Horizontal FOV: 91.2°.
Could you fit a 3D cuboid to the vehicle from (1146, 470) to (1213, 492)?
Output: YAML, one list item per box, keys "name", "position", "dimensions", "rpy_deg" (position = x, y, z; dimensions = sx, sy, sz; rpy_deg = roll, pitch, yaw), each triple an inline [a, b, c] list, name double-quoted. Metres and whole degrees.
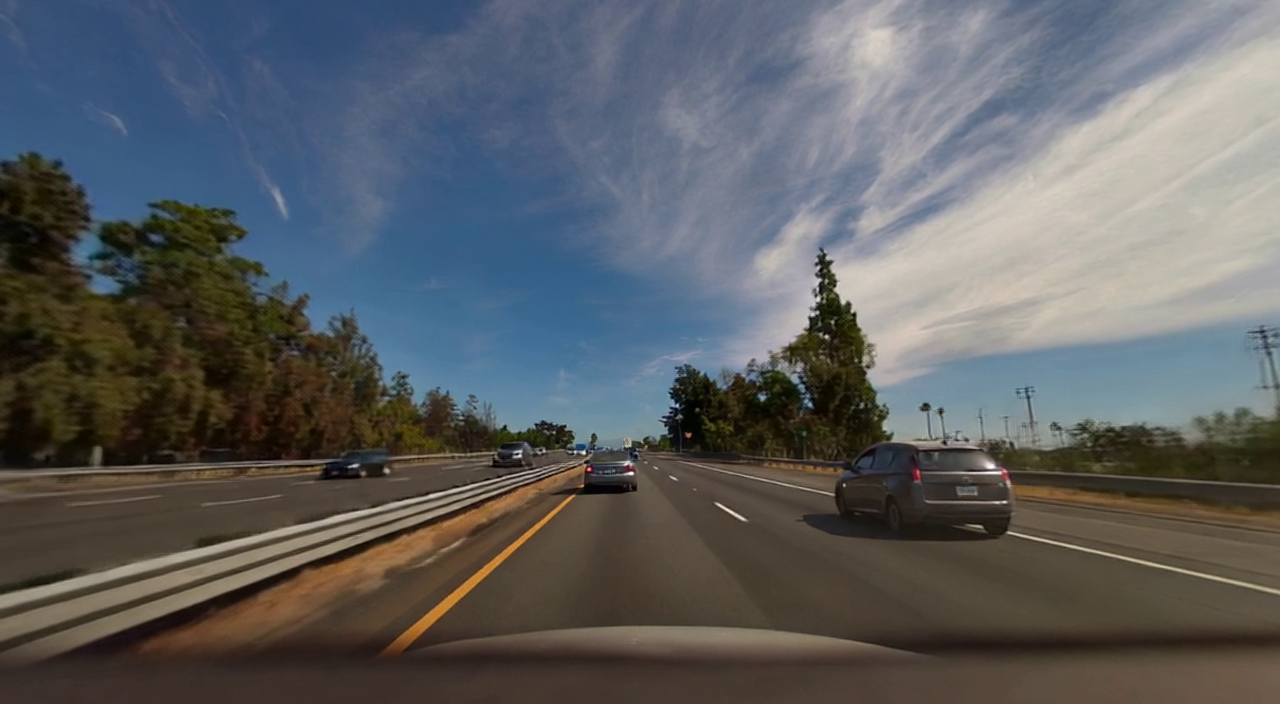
- name: "vehicle"
  position: [42.015, 10.021, 48.937]
  dimensions: [1.775, 1.512, 3.972]
  rpy_deg: [-1, -9, 3]

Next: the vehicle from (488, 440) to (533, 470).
- name: "vehicle"
  position: [-8.863, 7.125, 43.352]
  dimensions: [2.126, 1.921, 5.104]
  rpy_deg: [0, -9, -1]

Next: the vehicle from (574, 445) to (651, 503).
- name: "vehicle"
  position: [-0.745, 3.529, 18.585]
  dimensions: [2.013, 1.479, 4.169]
  rpy_deg: [0, -9, -1]

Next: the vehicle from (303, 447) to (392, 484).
- name: "vehicle"
  position: [-12.691, 4.934, 27.538]
  dimensions: [1.919, 1.502, 4.134]
  rpy_deg: [0, -9, -1]

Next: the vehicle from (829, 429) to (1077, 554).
- name: "vehicle"
  position: [4.517, 2.053, 9.814]
  dimensions: [1.910, 1.554, 3.718]
  rpy_deg: [0, -9, -1]
